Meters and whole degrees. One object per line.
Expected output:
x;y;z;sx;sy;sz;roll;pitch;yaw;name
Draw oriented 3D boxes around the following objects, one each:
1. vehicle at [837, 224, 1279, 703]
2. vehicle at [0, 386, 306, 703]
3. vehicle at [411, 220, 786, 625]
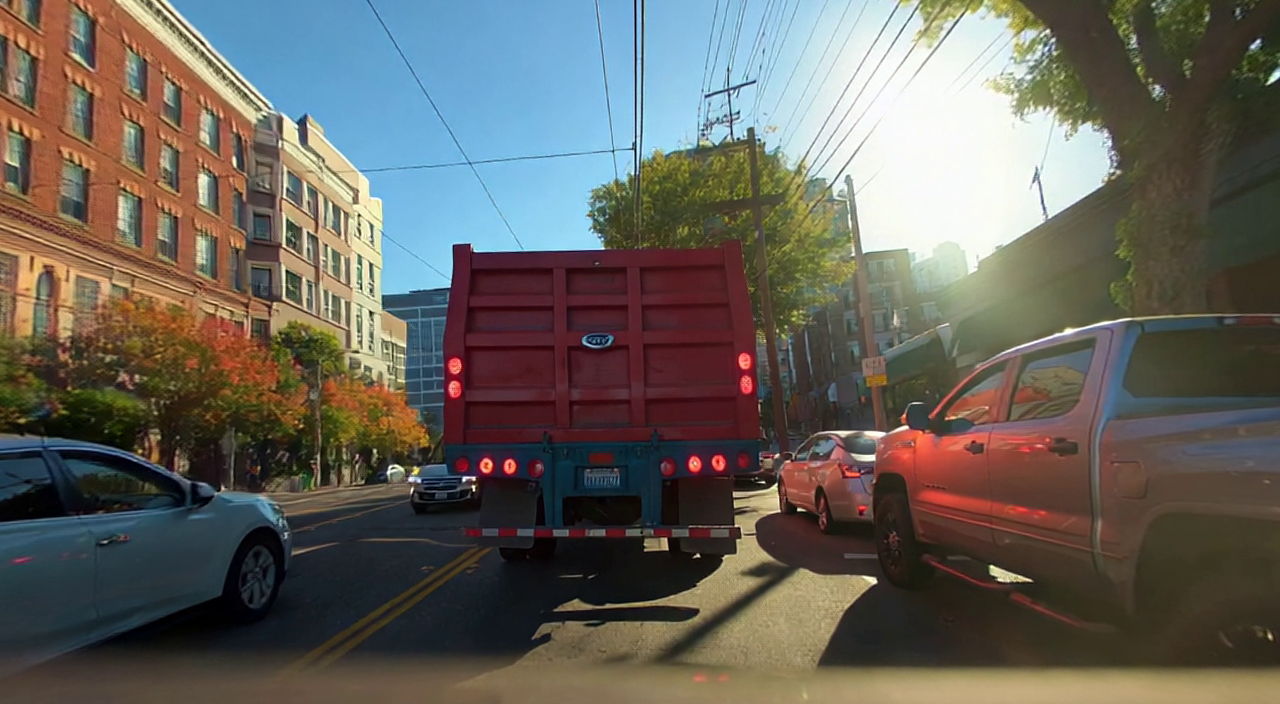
3.236;0.845;3.864;2.242;1.979;5.722;0;-8;1;vehicle
-4.115;1.078;3.559;1.988;1.657;4.492;0;-8;0;vehicle
-0.224;1.101;9.146;2.878;3.204;8.244;0;-8;1;vehicle
